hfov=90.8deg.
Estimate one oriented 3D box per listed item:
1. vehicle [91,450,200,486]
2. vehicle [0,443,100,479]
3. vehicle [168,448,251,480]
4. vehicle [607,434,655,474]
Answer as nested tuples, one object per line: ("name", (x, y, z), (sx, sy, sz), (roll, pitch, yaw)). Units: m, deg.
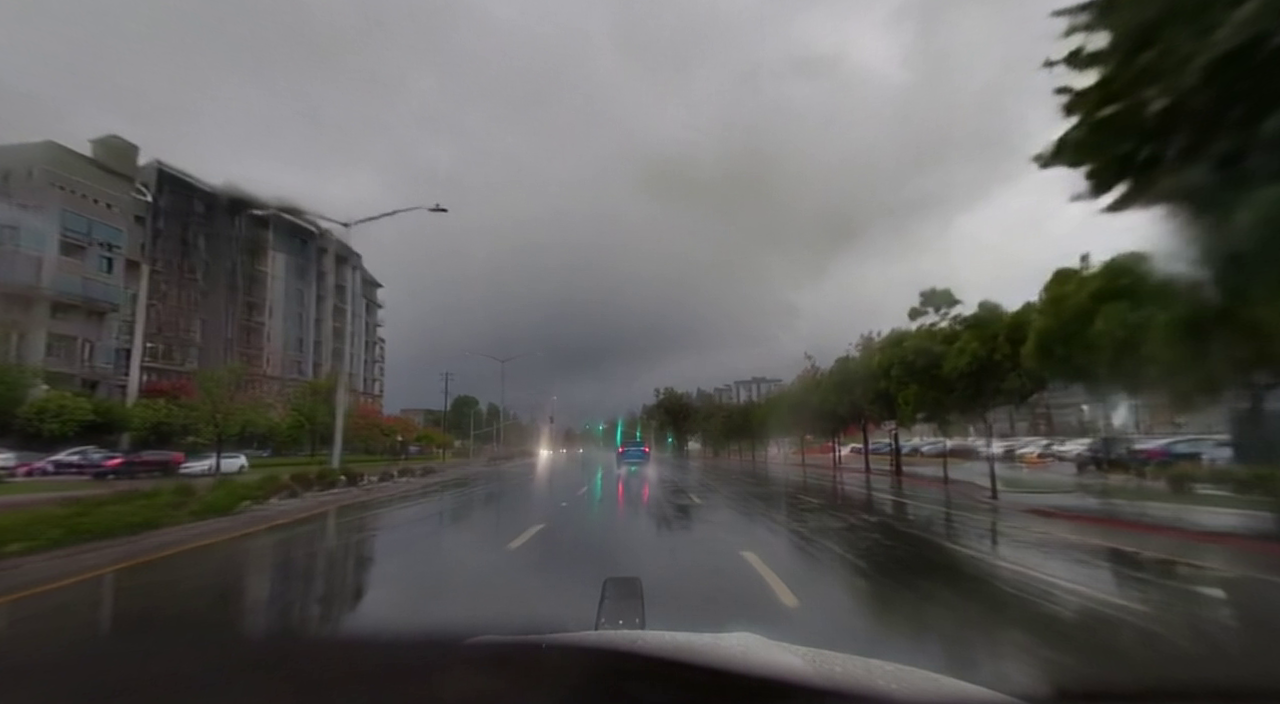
("vehicle", (-26.853, 6.263, 34.576), (1.992, 1.798, 4.987), (0, -9, -1))
("vehicle", (-35.305, 6.406, 37.140), (2.181, 1.913, 5.591), (-1, -9, 0))
("vehicle", (-27.138, 7.044, 40.043), (1.978, 1.835, 4.932), (0, -9, -3))
("vehicle", (-0.429, 5.202, 32.258), (2.260, 1.872, 4.578), (0, -9, 0))
